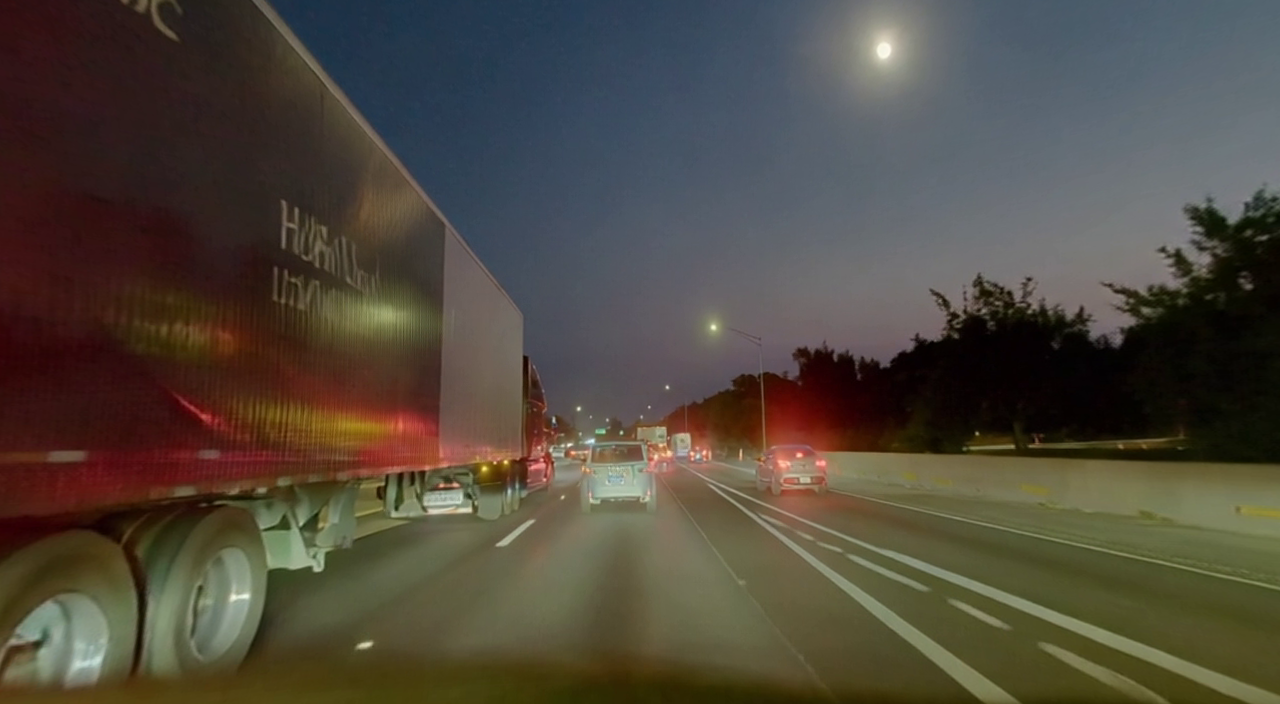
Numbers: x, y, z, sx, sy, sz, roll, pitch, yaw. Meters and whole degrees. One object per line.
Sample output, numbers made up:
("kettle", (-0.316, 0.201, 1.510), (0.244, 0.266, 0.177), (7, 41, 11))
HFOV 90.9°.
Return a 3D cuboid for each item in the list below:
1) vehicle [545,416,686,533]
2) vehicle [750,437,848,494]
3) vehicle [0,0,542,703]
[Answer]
("vehicle", (-0.363, 2.192, 11.719), (2.152, 1.779, 3.924), (0, -9, 0))
("vehicle", (4.816, 3.501, 19.744), (1.937, 1.601, 3.798), (0, -9, -2))
("vehicle", (-3.687, 0.184, 6.080), (2.857, 4.063, 16.026), (0, -8, 0))
